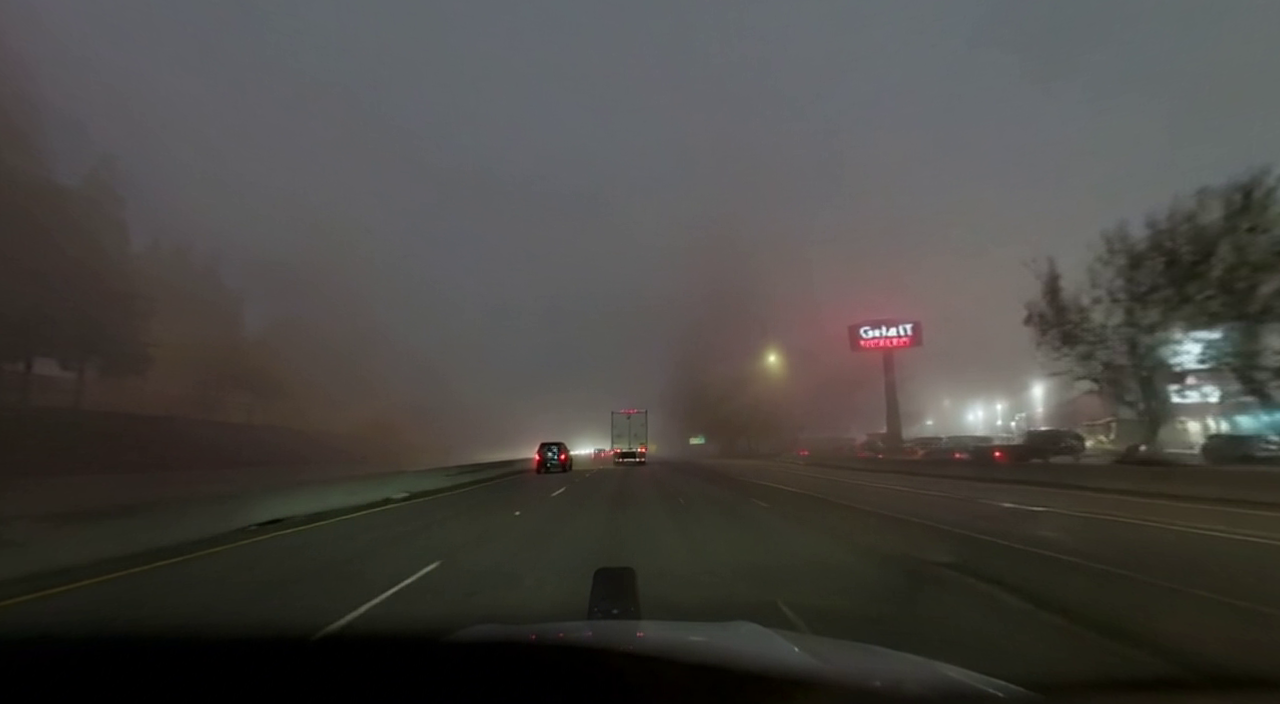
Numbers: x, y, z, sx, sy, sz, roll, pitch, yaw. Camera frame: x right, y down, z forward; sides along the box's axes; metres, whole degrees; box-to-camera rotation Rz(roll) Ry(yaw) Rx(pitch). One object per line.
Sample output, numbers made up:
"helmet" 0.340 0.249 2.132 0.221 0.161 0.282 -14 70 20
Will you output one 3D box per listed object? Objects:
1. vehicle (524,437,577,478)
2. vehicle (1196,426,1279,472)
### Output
"vehicle" -4.502 5.393 32.503 2.095 1.930 4.680 0 -9 0
"vehicle" 43.971 6.874 44.684 2.321 3.103 6.216 4 -10 -28
